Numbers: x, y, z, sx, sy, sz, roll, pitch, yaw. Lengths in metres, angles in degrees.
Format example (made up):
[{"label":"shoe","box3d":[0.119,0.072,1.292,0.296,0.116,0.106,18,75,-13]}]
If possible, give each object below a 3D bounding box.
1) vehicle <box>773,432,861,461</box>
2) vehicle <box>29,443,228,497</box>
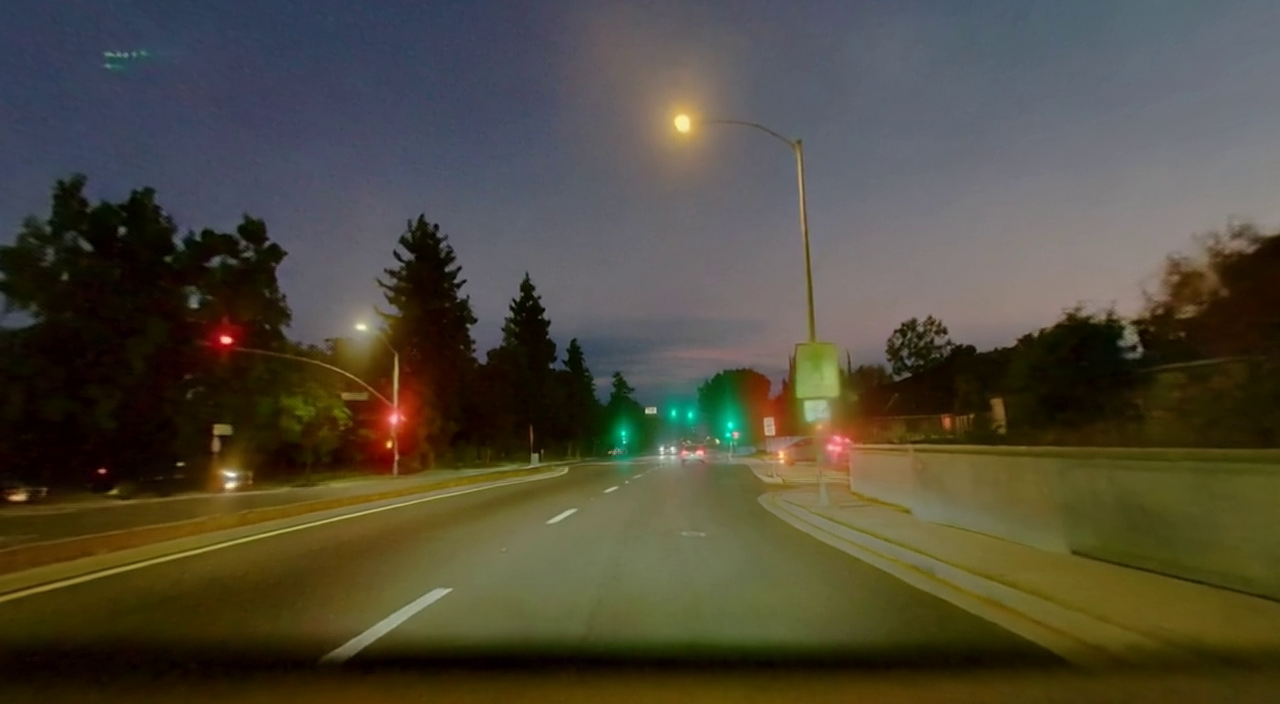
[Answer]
[{"label":"vehicle","box3d":[10.935,5.830,38.990,4.906,1.729,2.414,-4,-9,23]},{"label":"vehicle","box3d":[-21.272,4.901,26.607,5.938,2.098,2.333,2,-9,-12]}]
